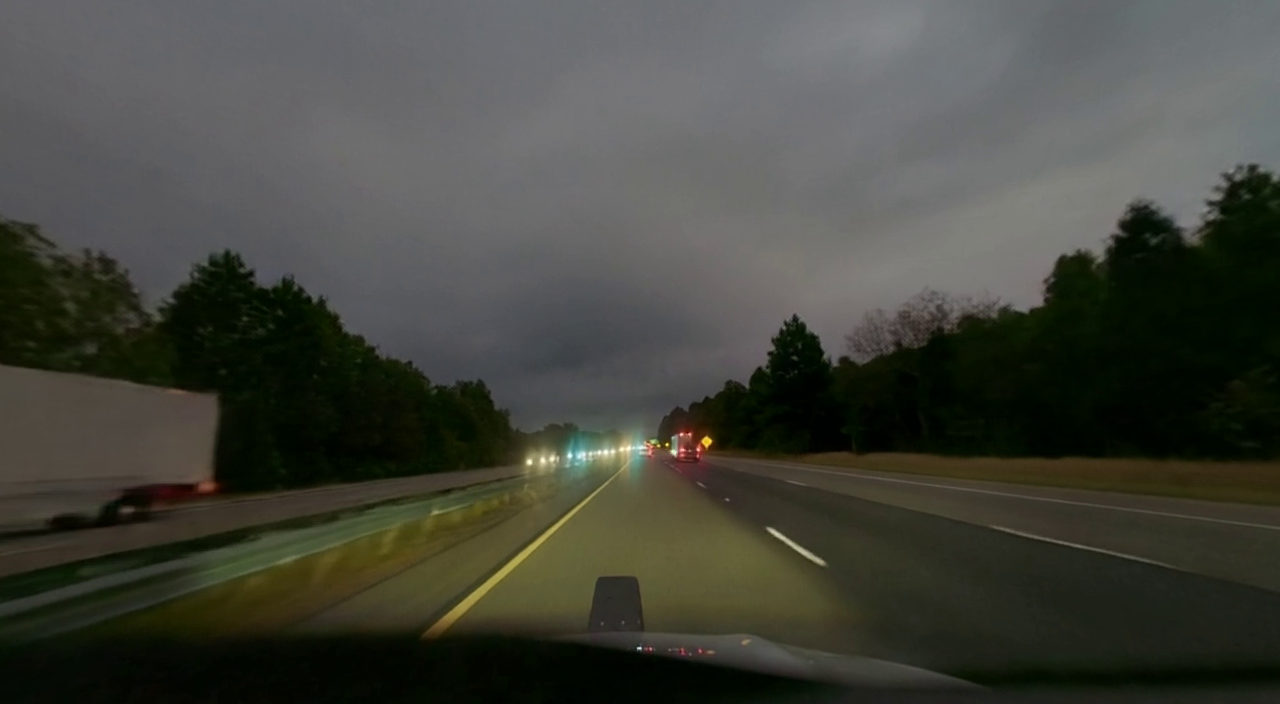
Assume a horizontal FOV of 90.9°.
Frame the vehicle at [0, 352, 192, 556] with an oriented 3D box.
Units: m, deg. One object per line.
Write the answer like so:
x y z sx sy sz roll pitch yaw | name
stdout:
-13.294 1.842 11.361 2.950 3.735 9.889 0 -9 1 | vehicle

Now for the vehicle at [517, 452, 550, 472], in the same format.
-8.243 8.568 49.113 1.837 1.461 3.814 0 -9 1 | vehicle
